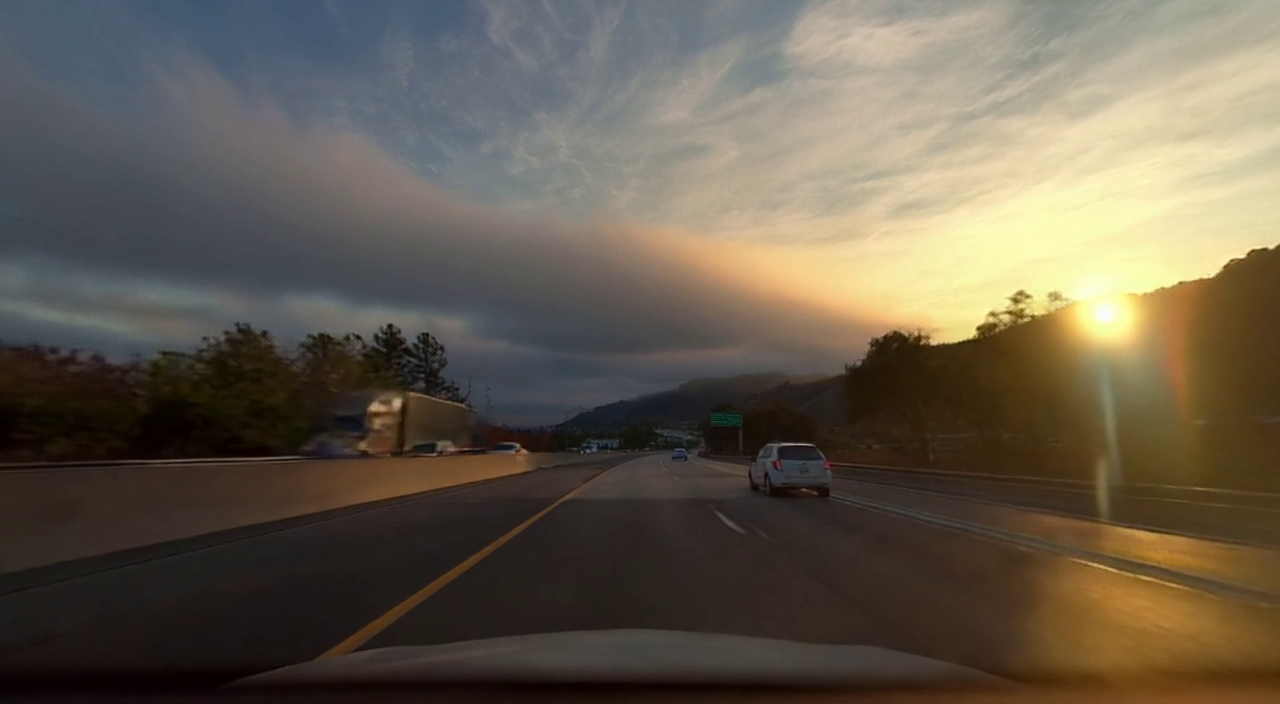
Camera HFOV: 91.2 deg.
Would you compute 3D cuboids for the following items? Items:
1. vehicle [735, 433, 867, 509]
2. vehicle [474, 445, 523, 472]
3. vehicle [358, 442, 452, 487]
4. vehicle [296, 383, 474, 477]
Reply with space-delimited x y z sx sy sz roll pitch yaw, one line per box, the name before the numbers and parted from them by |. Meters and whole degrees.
vehicle | 3.931 3.017 16.306 2.089 1.660 4.729 0 -9 -1
vehicle | -9.000 6.791 40.184 2.023 1.628 4.241 -1 -9 1
vehicle | -9.076 4.361 24.610 1.950 1.601 4.338 0 -9 1
vehicle | -13.340 4.696 35.759 3.099 4.089 16.683 0 -9 0
